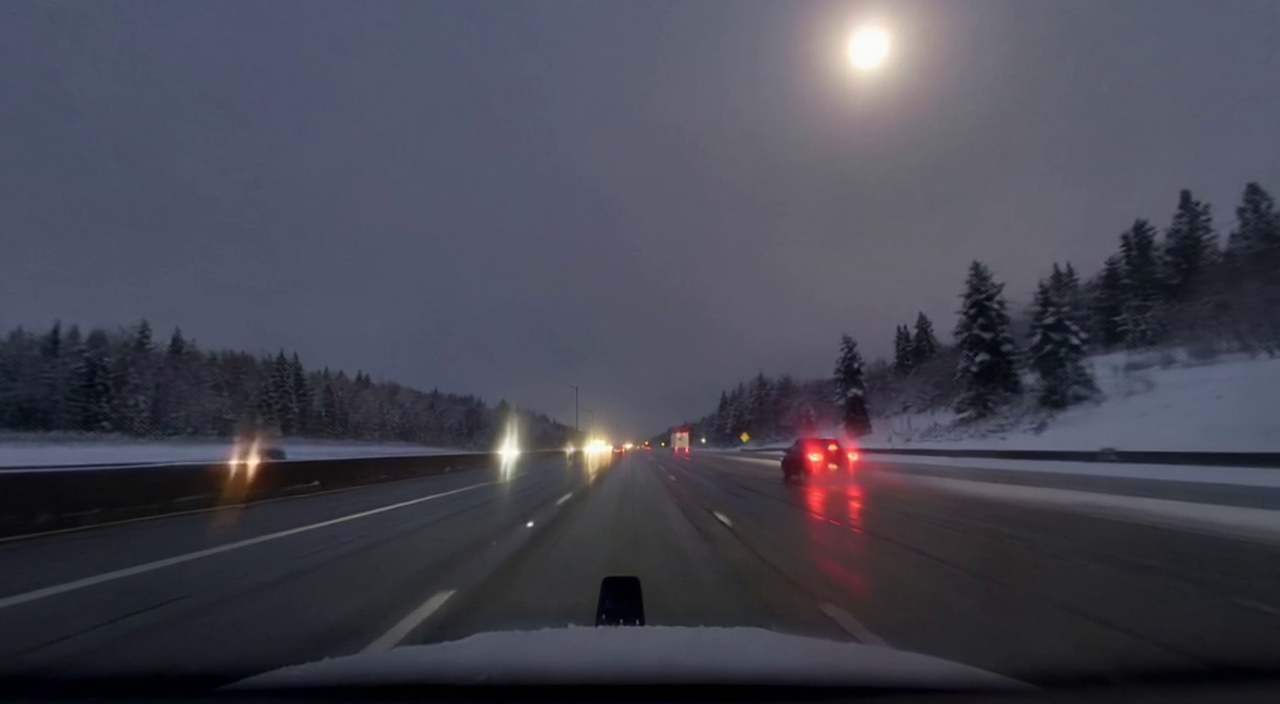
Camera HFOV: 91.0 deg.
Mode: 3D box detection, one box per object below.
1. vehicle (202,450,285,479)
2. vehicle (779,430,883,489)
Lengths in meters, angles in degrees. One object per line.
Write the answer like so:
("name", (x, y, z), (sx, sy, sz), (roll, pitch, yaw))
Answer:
("vehicle", (-24.064, 6.808, 38.431), (1.981, 1.604, 4.605), (0, -9, 1))
("vehicle", (6.338, 3.635, 21.540), (2.096, 1.767, 4.601), (0, -9, 0))
